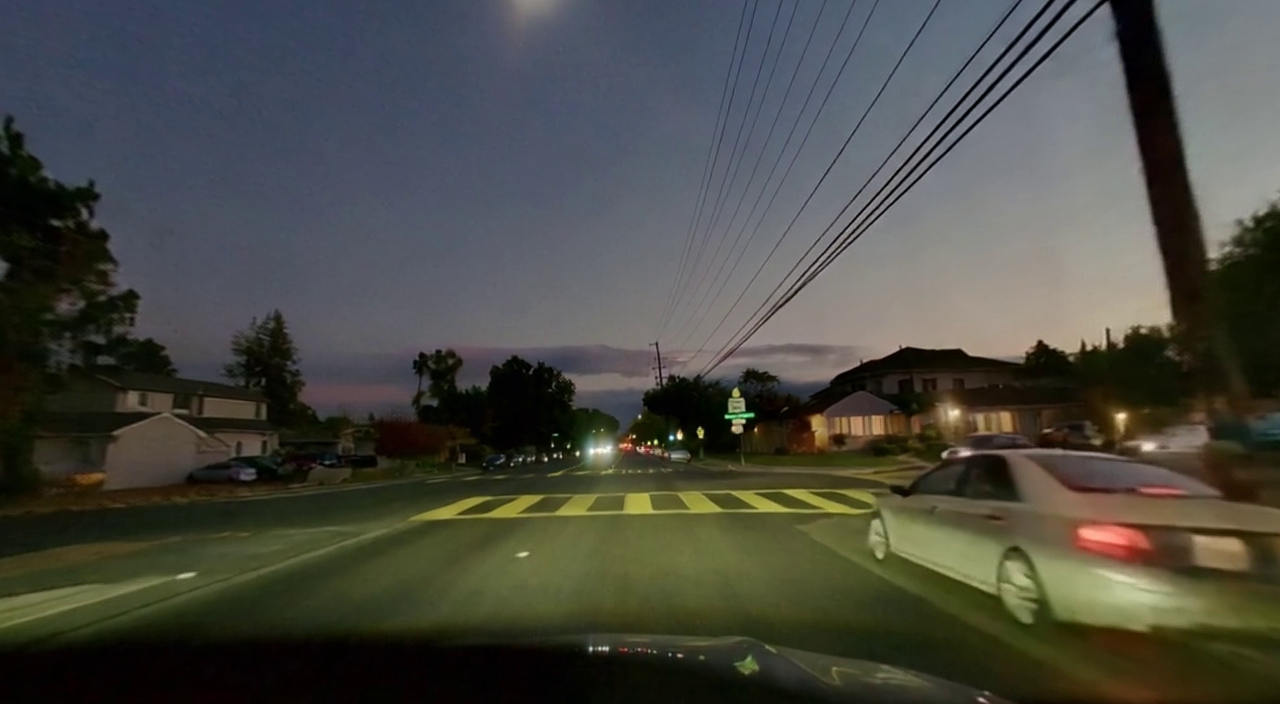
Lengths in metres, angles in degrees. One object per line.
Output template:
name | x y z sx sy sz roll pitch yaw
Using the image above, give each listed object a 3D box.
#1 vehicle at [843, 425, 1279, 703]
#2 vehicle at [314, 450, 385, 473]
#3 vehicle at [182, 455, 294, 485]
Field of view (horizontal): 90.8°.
vehicle | 3.571 1.485 5.635 1.920 1.499 4.457 0 -9 -2
vehicle | -22.711 8.572 49.523 4.612 1.736 1.951 0 -9 -1
vehicle | -21.851 6.408 34.506 4.728 1.536 2.006 0 -9 0
